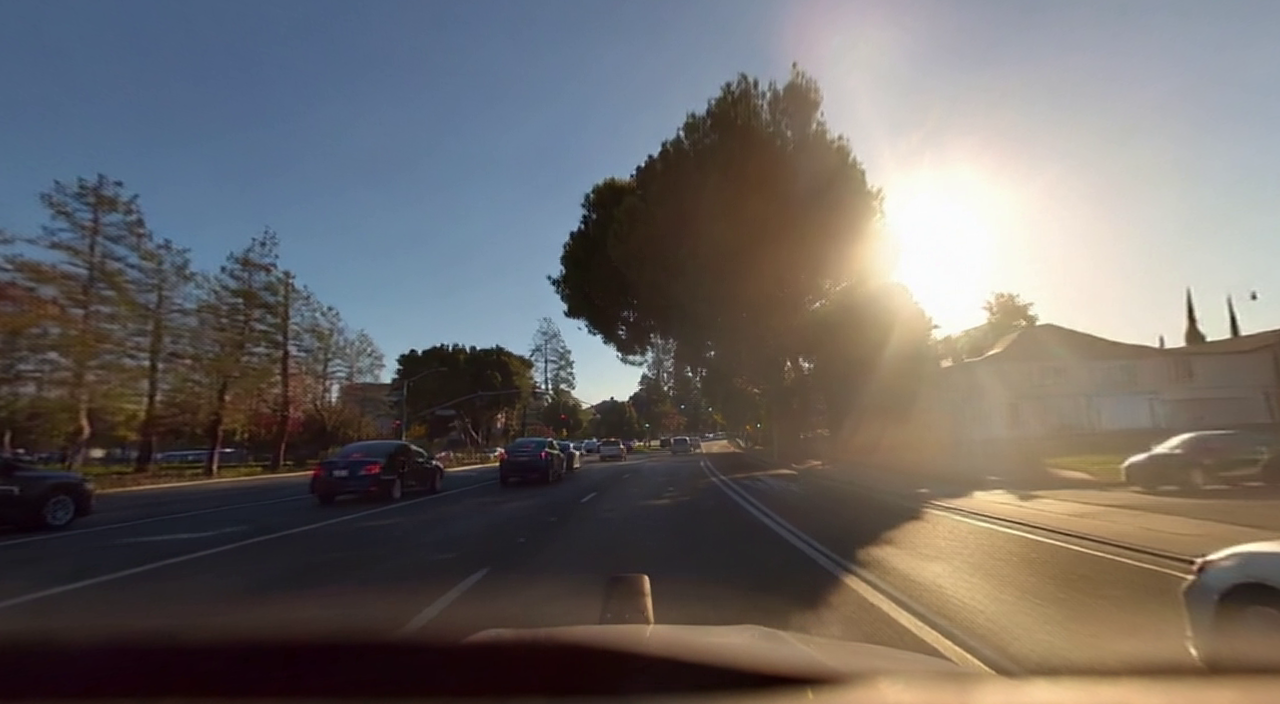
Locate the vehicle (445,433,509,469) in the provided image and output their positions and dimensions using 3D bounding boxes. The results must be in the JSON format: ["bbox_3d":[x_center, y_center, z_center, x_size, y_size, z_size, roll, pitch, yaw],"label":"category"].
[{"bbox_3d":[-8.746,5.357,34.295,2.051,1.801,4.370,-1,-9,4],"label":"vehicle"}]

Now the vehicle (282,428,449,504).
[{"bbox_3d":[-6.482,2.739,15.579,1.988,1.597,4.404,0,-9,2],"label":"vehicle"}]

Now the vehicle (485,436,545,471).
[{"bbox_3d":[-5.983,4.918,30.694,1.870,1.616,3.765,-1,-9,4],"label":"vehicle"}]

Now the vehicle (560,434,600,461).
[{"bbox_3d":[-4.249,6.882,45.387,1.951,1.809,4.917,-1,-9,6],"label":"vehicle"}]

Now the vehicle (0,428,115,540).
[{"bbox_3d":[-9.962,1.794,8.423,1.951,1.554,4.444,0,-9,2],"label":"vehicle"}]

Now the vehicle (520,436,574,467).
[{"bbox_3d":[-5.331,5.801,36.844,2.121,1.630,4.642,-1,-9,4],"label":"vehicle"}]

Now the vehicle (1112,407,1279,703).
[{"bbox_3d":[3.839,0.787,1.379,2.003,1.494,4.705,0,-9,1],"label":"vehicle"}]
